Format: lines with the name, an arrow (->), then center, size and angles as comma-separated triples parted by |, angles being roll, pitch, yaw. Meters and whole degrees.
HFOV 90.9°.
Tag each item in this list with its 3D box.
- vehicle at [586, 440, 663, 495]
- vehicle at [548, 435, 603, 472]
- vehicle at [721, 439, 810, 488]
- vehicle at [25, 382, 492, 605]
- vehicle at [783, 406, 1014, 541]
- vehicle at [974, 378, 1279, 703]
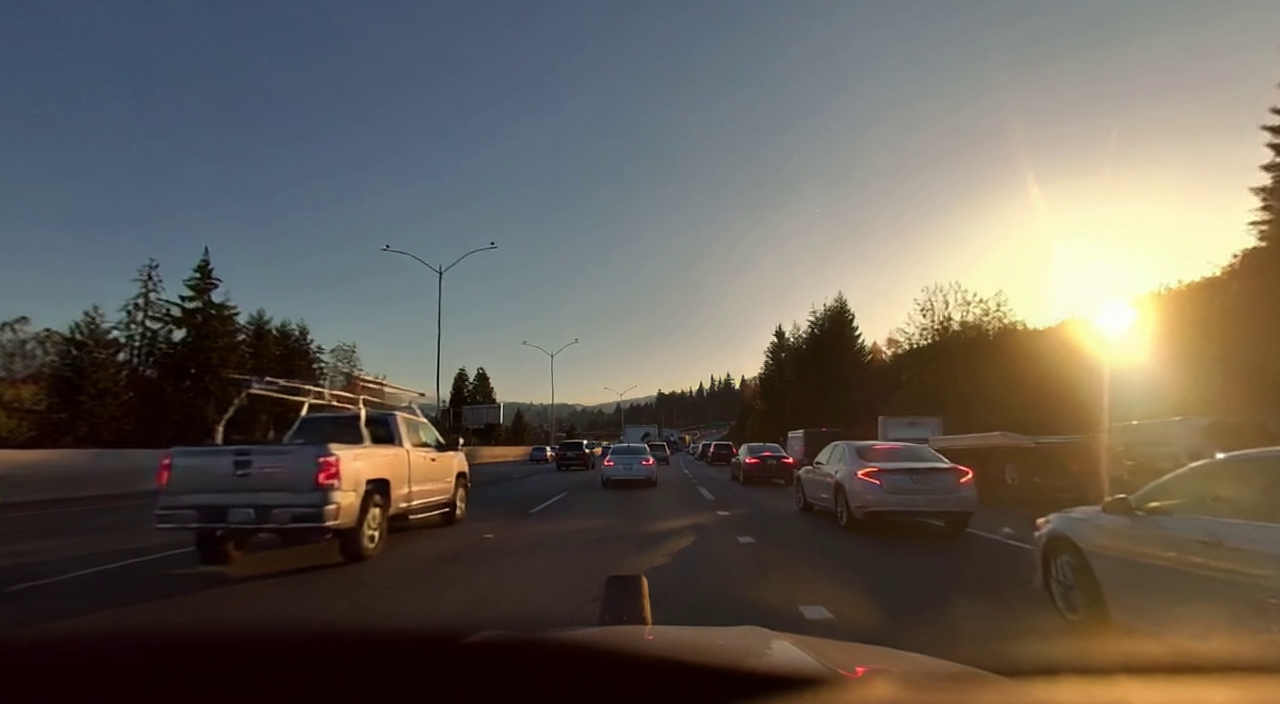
vehicle -> -0.345, 3.393, 18.924 | 2.070, 1.456, 4.029 | 0, -8, 2
vehicle -> -3.373, 5.497, 34.385 | 2.110, 1.811, 5.585 | -1, -8, 3
vehicle -> 4.121, 3.734, 21.569 | 1.907, 1.474, 4.840 | 0, -8, -2
vehicle -> -3.988, 1.651, 8.468 | 2.395, 1.892, 5.995 | 0, -8, 1
vehicle -> 3.947, 1.943, 10.707 | 1.999, 1.777, 4.578 | 0, -8, 1
vehicle -> 3.669, 0.909, 2.708 | 1.984, 1.567, 4.475 | 0, -8, 0
